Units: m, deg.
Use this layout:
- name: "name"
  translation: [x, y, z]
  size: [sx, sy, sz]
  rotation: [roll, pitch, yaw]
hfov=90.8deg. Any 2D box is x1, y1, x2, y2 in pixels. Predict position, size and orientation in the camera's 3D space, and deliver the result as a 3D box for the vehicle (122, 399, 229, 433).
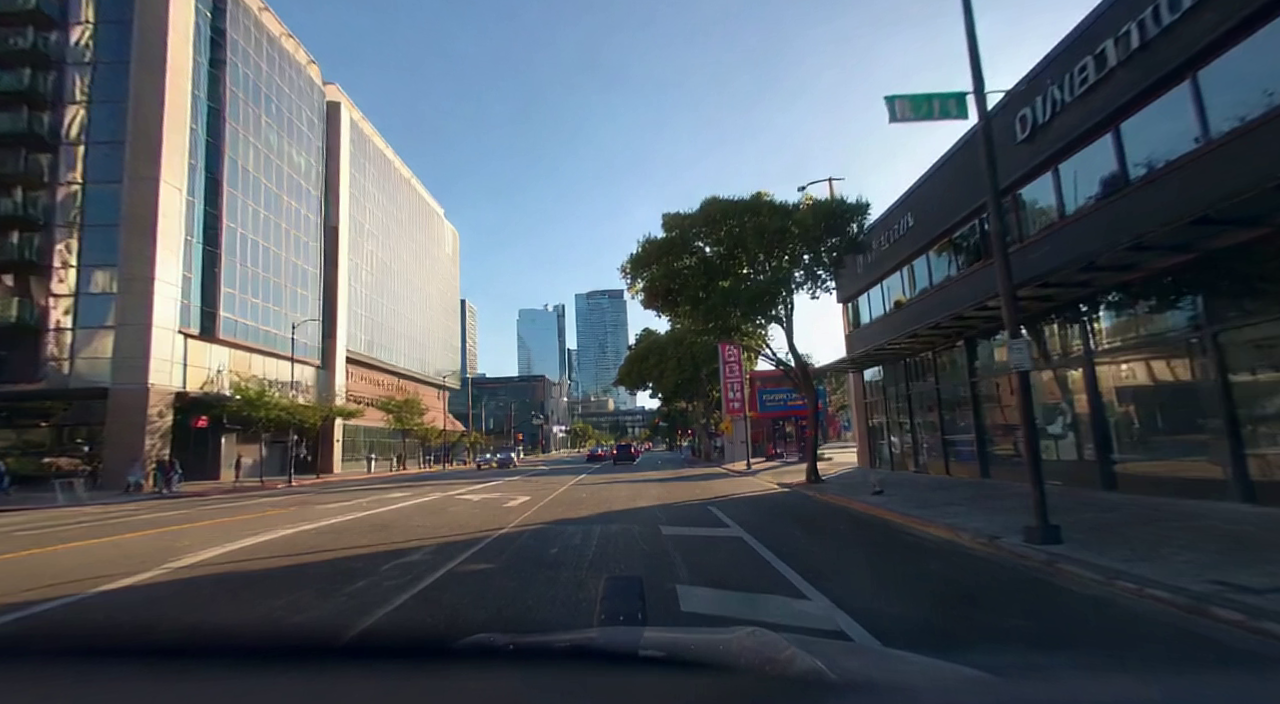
- name: "vehicle"
  translation: [-25.594, 3.564, 34.903]
  size: [4.397, 1.760, 1.971]
  rotation: [-1, -8, 5]
